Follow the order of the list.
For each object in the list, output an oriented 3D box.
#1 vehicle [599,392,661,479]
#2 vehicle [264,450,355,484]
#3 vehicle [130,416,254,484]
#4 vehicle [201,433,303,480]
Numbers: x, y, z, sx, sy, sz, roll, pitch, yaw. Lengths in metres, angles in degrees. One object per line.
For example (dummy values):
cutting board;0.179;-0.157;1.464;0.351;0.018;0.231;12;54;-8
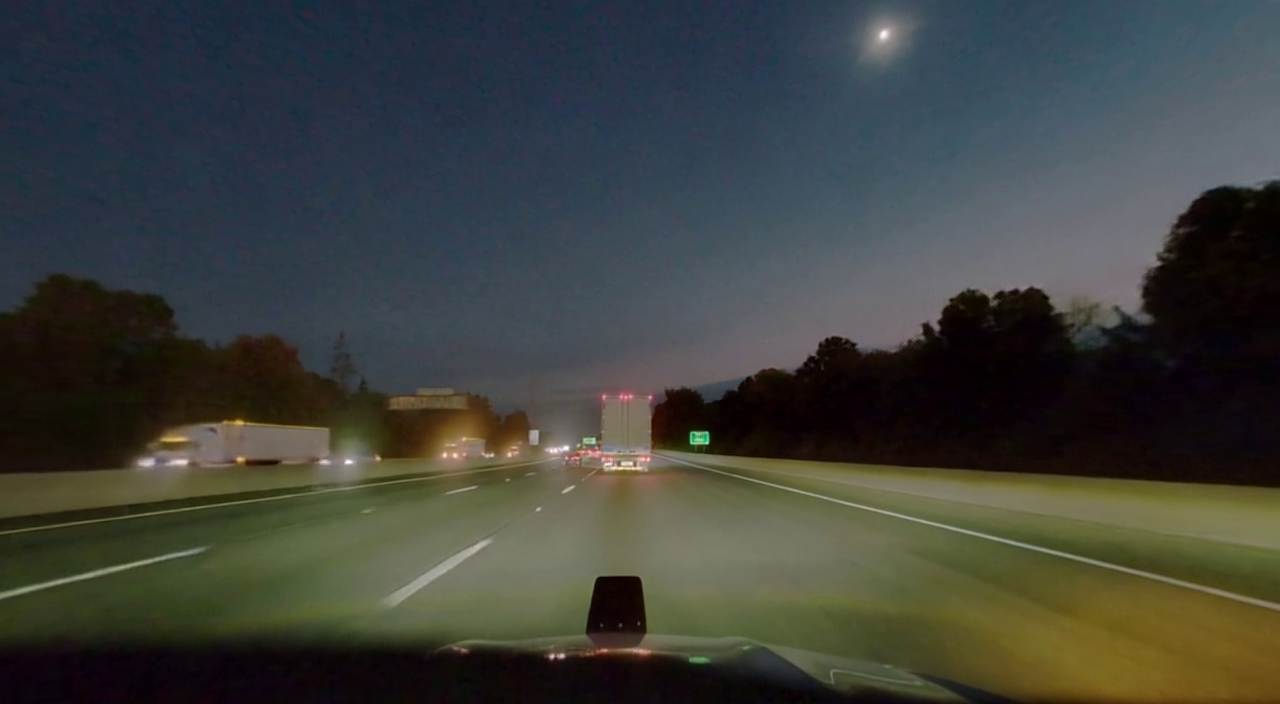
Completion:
vehicle;-0.675;4.857;35.633;2.875;4.056;12.312;0;-9;-2
vehicle;-15.216;5.293;29.300;1.964;1.411;4.245;0;-9;-1
vehicle;-27.041;5.983;38.489;2.987;3.744;6.096;0;-9;-1
vehicle;-22.635;6.125;37.117;2.308;2.558;5.787;0;-9;-1
